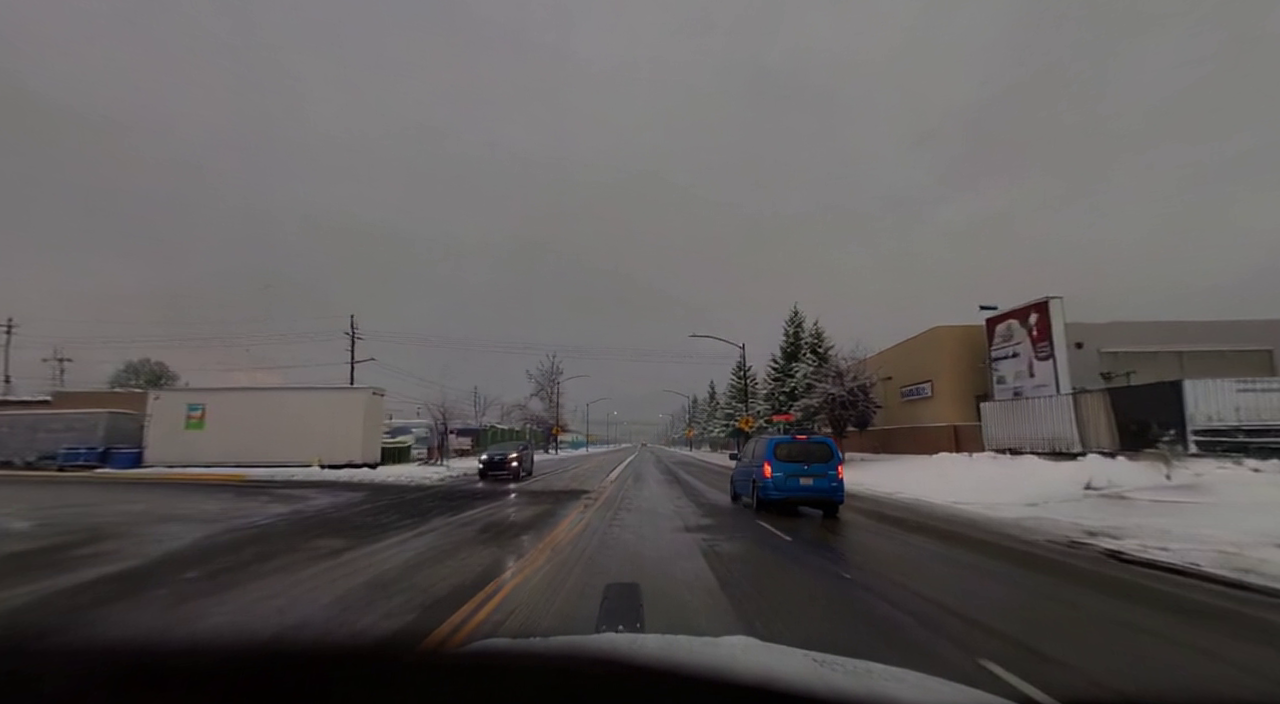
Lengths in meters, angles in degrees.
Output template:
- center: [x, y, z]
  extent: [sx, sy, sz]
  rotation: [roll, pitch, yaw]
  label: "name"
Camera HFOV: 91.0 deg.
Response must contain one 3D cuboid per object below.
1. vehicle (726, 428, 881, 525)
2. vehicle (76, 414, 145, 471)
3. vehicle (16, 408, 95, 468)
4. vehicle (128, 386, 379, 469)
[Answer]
- center: [3.433, 2.730, 14.413]
  extent: [2.202, 1.822, 4.826]
  rotation: [0, -9, 0]
  label: "vehicle"
- center: [-33.926, 5.849, 40.578]
  extent: [2.841, 3.355, 7.180]
  rotation: [7, -11, -37]
  label: "vehicle"
- center: [-42.363, 6.343, 45.946]
  extent: [2.814, 3.937, 8.351]
  rotation: [6, -10, -35]
  label: "vehicle"
- center: [-19.821, 4.000, 32.909]
  extent: [10.797, 4.039, 3.044]
  rotation: [1, -9, -1]
  label: "vehicle"
